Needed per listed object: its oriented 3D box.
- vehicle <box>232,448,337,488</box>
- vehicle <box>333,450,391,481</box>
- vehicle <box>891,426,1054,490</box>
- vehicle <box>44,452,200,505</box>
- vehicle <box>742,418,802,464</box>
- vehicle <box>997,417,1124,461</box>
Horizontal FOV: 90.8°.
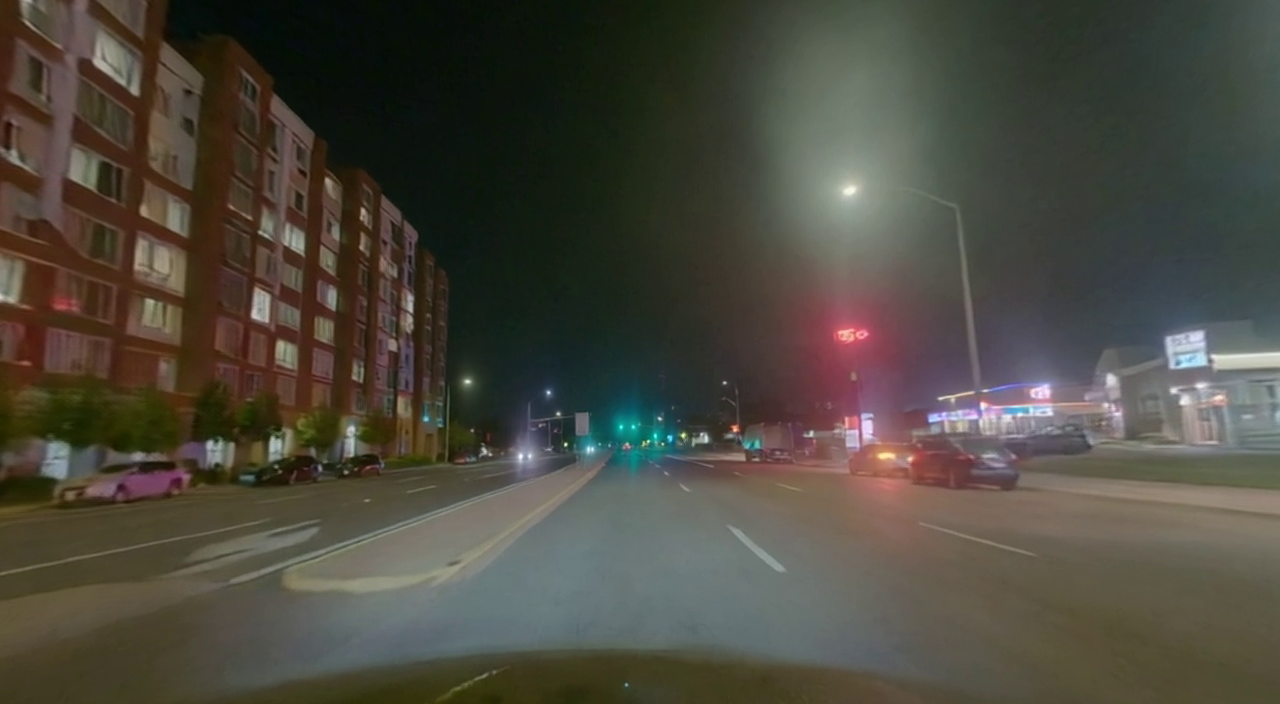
[{"bbox_3d":[-19.189,6.239,34.503,2.247,1.820,5.907,-4,-8,2],"label":"vehicle"},{"bbox_3d":[-19.376,7.882,44.284,2.042,1.773,4.914,-4,-8,-2],"label":"vehicle"},{"bbox_3d":[10.048,3.247,19.704,2.183,1.698,5.010,1,-8,-2],"label":"vehicle"},{"bbox_3d":[-19.119,4.633,23.659,2.167,1.700,4.406,0,-8,-2],"label":"vehicle"},{"bbox_3d":[9.756,6.707,47.514,2.917,3.205,6.985,0,-8,-1],"label":"vehicle"},{"bbox_3d":[19.244,4.050,29.304,2.067,1.804,5.183,0,-8,-3],"label":"vehicle"}]
